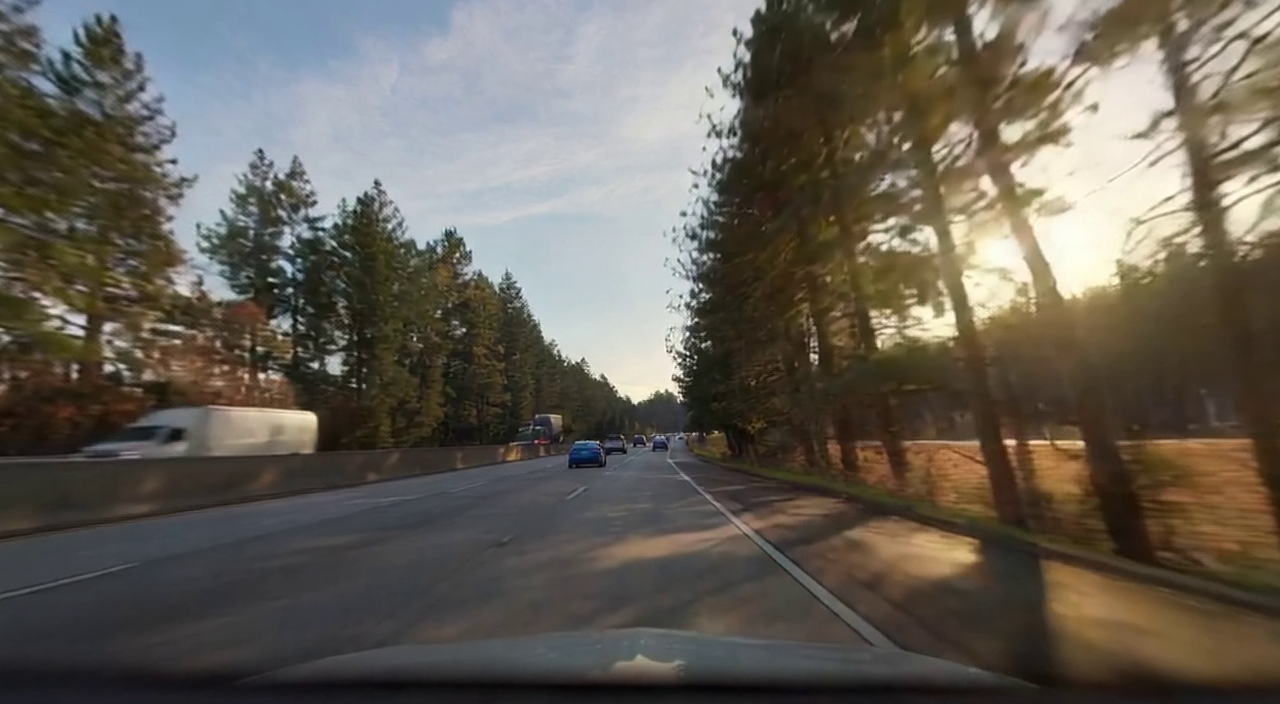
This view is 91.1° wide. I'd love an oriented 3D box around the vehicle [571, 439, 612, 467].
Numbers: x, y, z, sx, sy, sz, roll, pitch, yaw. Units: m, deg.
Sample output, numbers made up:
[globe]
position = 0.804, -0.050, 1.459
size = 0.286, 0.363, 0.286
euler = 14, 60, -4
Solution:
[vehicle]
position = -2.893, 6.232, 38.765
size = 2.053, 1.589, 4.671
euler = 0, -8, 2
